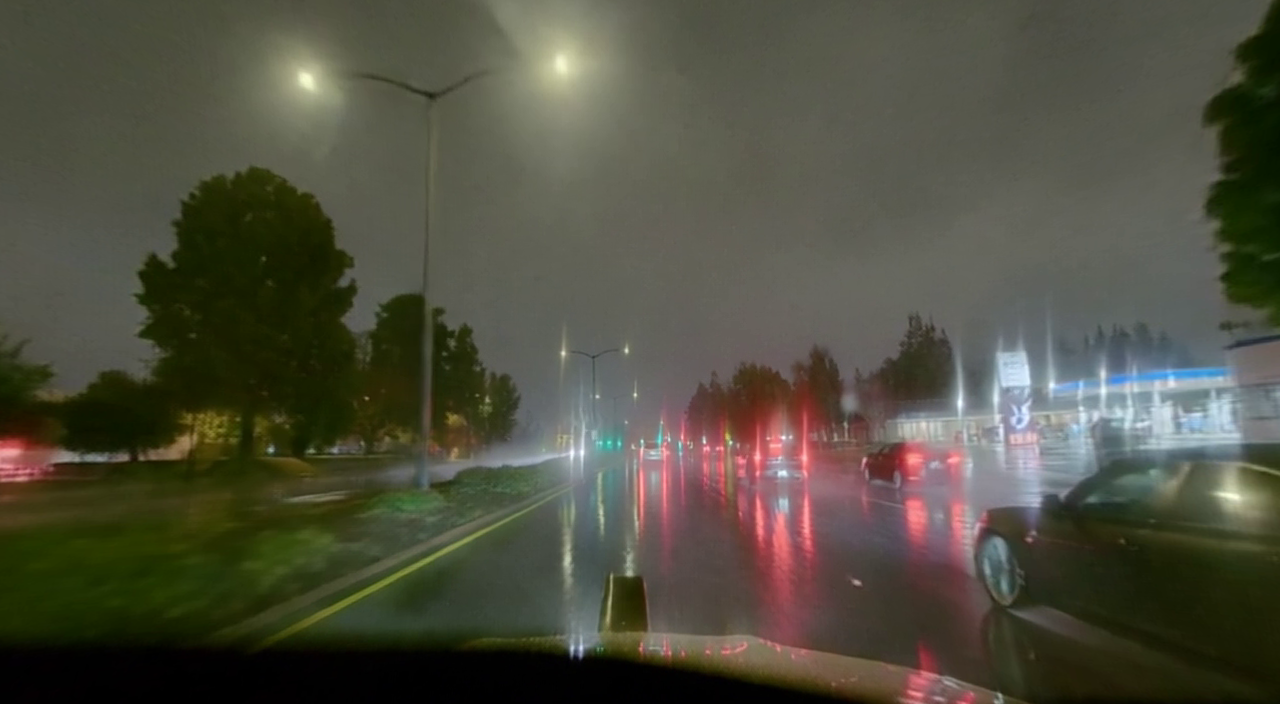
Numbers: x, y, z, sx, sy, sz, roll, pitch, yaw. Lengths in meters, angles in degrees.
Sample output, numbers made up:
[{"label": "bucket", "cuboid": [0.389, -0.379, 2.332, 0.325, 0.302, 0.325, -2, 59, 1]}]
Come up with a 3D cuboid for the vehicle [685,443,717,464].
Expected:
[{"label": "vehicle", "cuboid": [4.589, 7.703, 47.821, 1.980, 1.515, 4.362, 0, -9, 0]}]

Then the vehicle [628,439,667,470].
[{"label": "vehicle", "cuboid": [0.429, 6.091, 37.515, 2.172, 1.694, 4.055, 0, -9, 0]}]

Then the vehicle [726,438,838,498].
[{"label": "vehicle", "cuboid": [3.913, 3.297, 18.273, 2.119, 1.509, 4.756, 0, -9, 0]}]

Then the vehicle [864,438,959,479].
[{"label": "vehicle", "cuboid": [10.731, 4.244, 25.166, 1.906, 1.488, 4.251, 0, -9, 0]}]

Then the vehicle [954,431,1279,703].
[{"label": "vehicle", "cuboid": [3.875, 1.161, 3.467, 1.944, 1.404, 4.597, 0, -9, 1]}]
